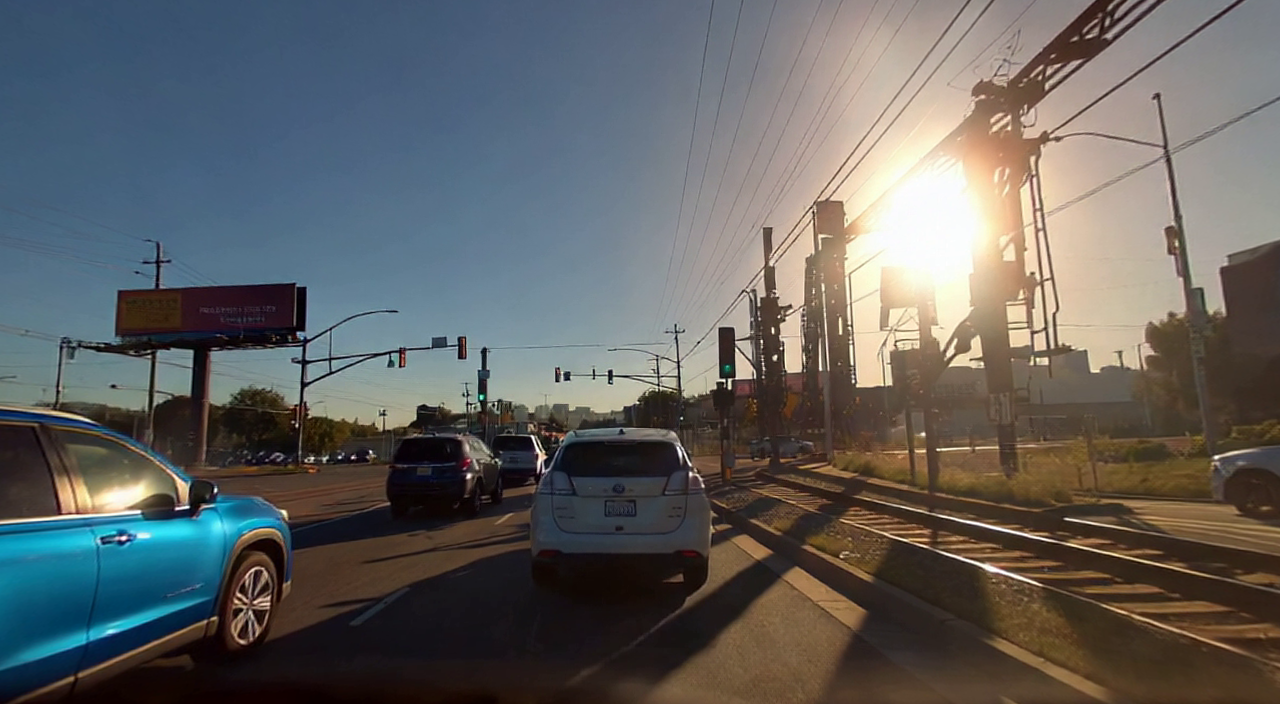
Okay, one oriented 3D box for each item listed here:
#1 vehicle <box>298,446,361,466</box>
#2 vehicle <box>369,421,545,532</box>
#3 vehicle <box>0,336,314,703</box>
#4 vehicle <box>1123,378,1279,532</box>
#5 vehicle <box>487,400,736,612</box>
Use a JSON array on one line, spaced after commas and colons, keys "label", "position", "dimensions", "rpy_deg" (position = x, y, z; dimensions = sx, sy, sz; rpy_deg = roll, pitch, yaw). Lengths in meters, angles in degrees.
[{"label": "vehicle", "position": [-24.104, 8.063, 49.049], "dimensions": [4.357, 1.444, 1.842], "rpy_deg": [-3, -9, 20]}, {"label": "vehicle", "position": [-3.128, 2.233, 11.869], "dimensions": [1.988, 1.678, 4.317], "rpy_deg": [0, -9, 0]}, {"label": "vehicle", "position": [-3.934, 0.864, 2.998], "dimensions": [2.052, 1.814, 5.184], "rpy_deg": [0, -9, -1]}, {"label": "vehicle", "position": [9.582, 1.315, 8.181], "dimensions": [5.060, 1.702, 2.033], "rpy_deg": [1, -9, -4]}, {"label": "vehicle", "position": [-0.239, 1.534, 7.058], "dimensions": [2.025, 1.723, 3.644], "rpy_deg": [0, -9, 0]}]
